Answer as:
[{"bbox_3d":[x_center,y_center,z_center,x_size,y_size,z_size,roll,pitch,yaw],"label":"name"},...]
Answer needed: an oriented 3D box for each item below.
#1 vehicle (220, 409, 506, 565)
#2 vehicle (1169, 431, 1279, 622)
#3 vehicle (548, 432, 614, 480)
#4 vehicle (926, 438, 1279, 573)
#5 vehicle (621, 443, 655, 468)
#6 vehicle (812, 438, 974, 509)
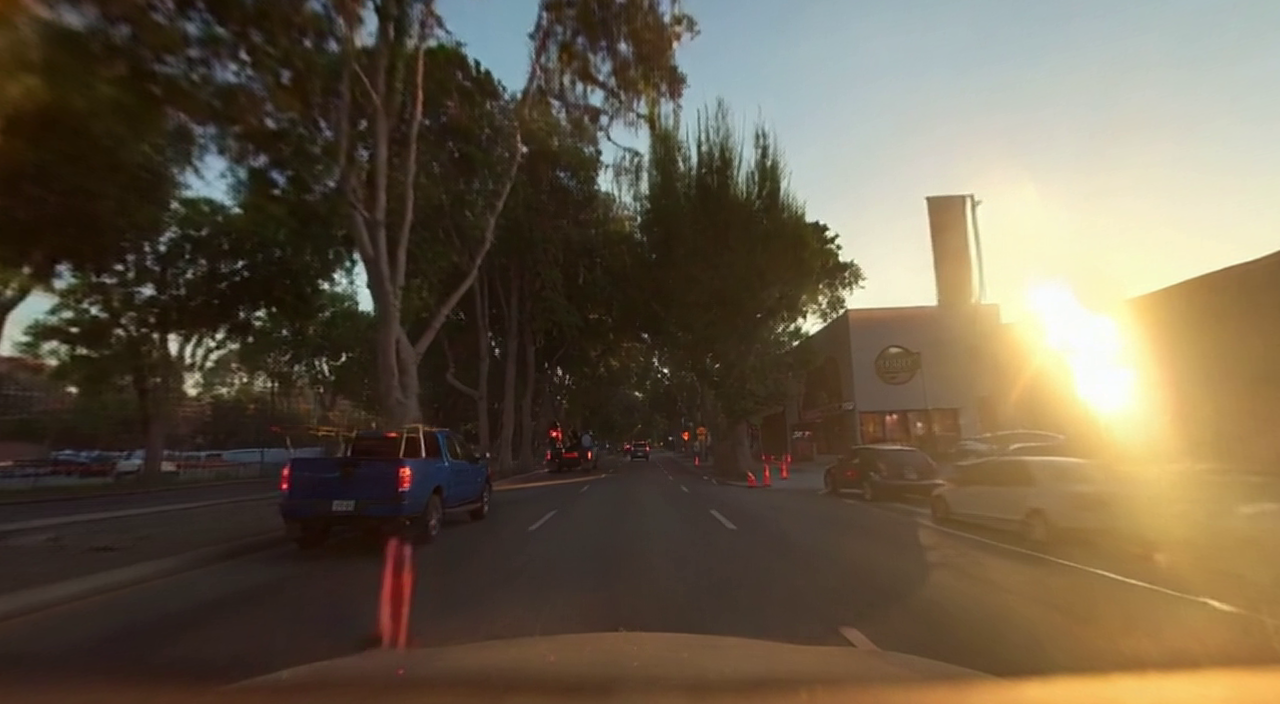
[{"bbox_3d":[-3.666,1.889,9.563,2.327,1.775,4.430,0,-8,0],"label":"vehicle"},{"bbox_3d":[6.027,1.185,3.681,2.045,1.505,4.615,-1,-8,3],"label":"vehicle"},{"bbox_3d":[-2.695,4.955,30.437,2.424,2.063,5.678,0,-8,2],"label":"vehicle"},{"bbox_3d":[6.686,2.147,9.872,2.012,1.523,5.204,0,-8,0],"label":"vehicle"},{"bbox_3d":[-0.216,7.701,47.346,2.413,1.748,4.406,0,-8,-1],"label":"vehicle"},{"bbox_3d":[6.631,3.214,17.342,2.126,1.642,4.888,1,-9,-4],"label":"vehicle"}]
